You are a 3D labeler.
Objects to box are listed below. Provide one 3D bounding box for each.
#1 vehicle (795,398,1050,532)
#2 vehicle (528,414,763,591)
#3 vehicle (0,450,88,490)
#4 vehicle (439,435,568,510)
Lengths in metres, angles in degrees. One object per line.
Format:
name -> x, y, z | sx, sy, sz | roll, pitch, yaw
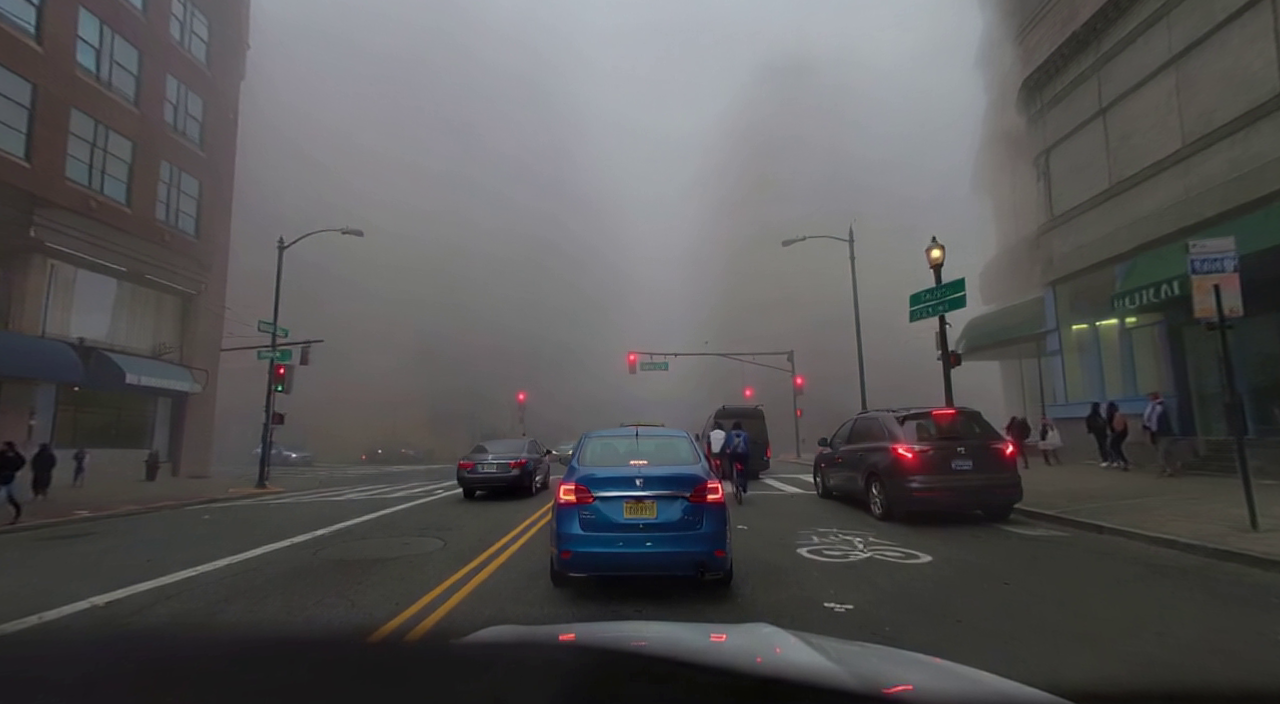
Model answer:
vehicle -> 4.508, 1.919, 11.159 | 2.142, 1.829, 4.767 | 0, -9, -2
vehicle -> 0.033, 1.650, 7.708 | 2.091, 1.557, 4.000 | 0, -9, 0
vehicle -> -29.173, 5.570, 30.206 | 2.264, 1.722, 4.721 | 2, -9, -18
vehicle -> -2.947, 2.714, 14.672 | 2.039, 1.452, 4.489 | 0, -9, 0
